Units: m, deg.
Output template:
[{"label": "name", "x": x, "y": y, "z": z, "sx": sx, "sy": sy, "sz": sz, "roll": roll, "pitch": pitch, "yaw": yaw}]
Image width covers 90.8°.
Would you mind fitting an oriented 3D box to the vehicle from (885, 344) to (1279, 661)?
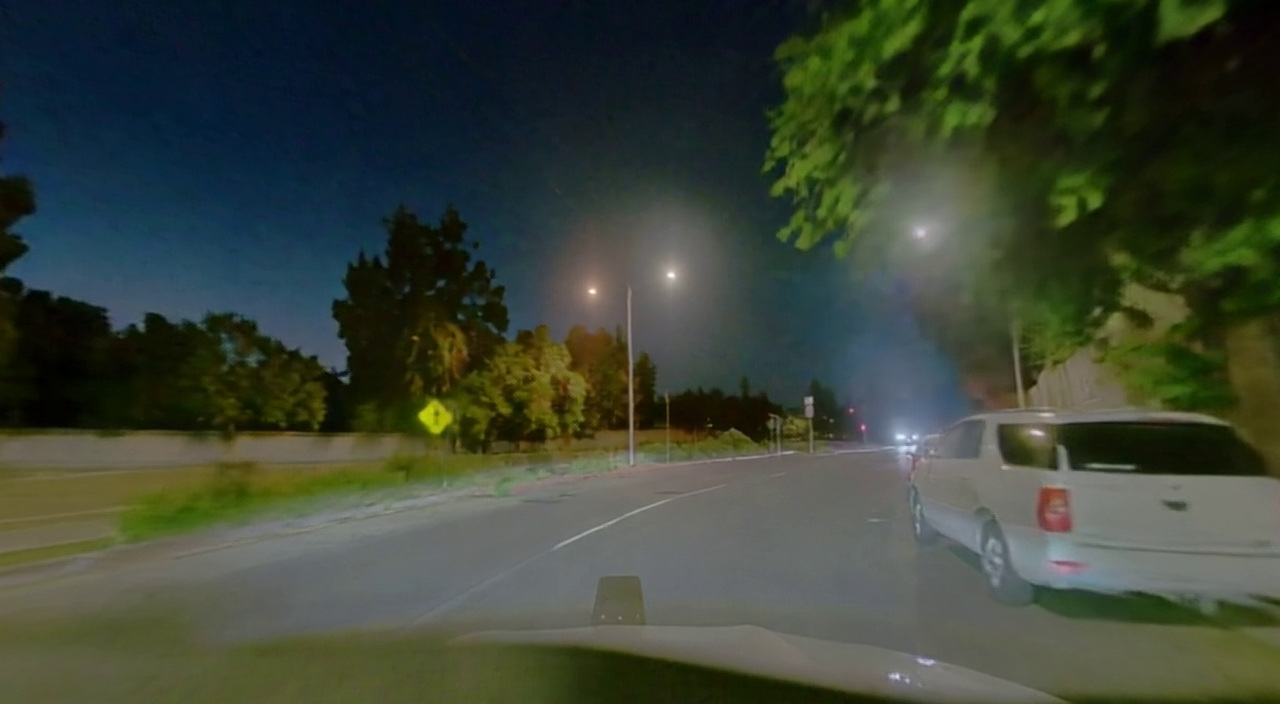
[{"label": "vehicle", "x": 4.509, "y": 1.345, "z": 6.866, "sx": 2.483, "sy": 1.978, "sz": 5.802, "roll": -2, "pitch": -9, "yaw": 12}]
